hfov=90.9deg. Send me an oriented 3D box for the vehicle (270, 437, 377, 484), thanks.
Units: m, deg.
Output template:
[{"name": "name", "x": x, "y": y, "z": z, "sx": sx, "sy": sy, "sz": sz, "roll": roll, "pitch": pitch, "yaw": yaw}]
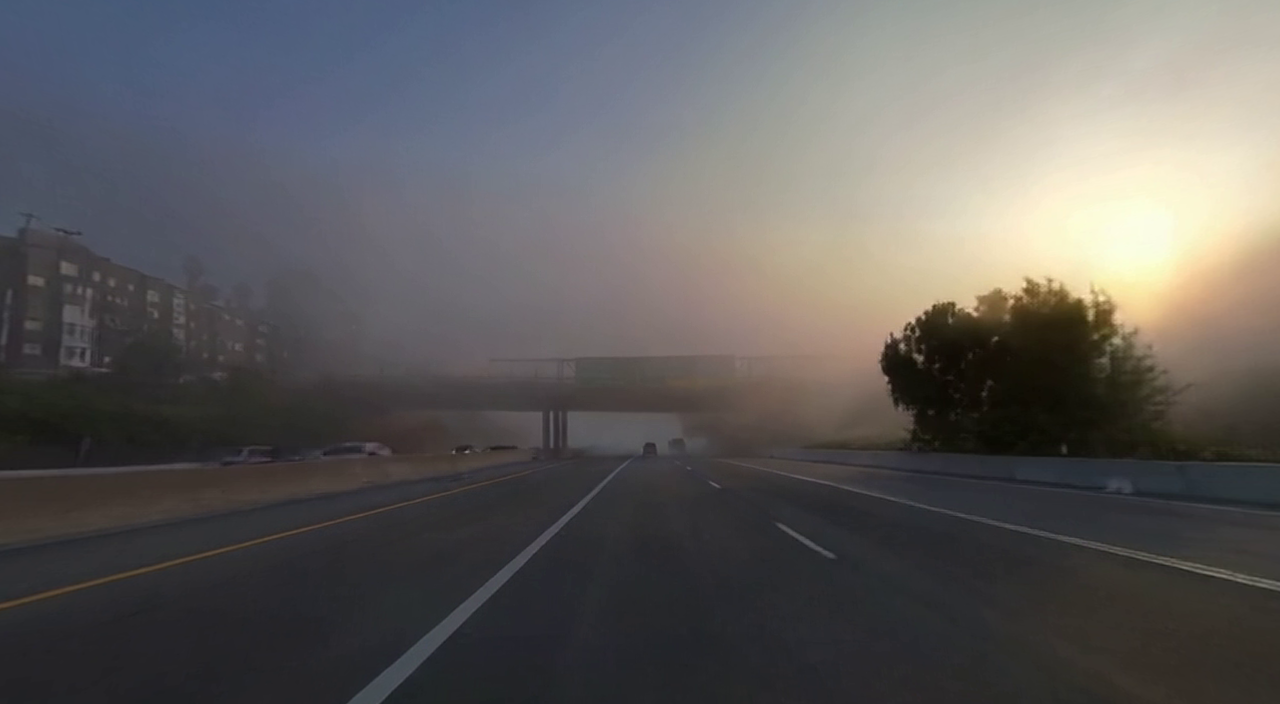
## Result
[{"name": "vehicle", "x": -11.235, "y": 3.860, "z": 22.693, "sx": 1.793, "sy": 1.529, "sz": 3.761, "roll": 0, "pitch": -8, "yaw": 2}]
